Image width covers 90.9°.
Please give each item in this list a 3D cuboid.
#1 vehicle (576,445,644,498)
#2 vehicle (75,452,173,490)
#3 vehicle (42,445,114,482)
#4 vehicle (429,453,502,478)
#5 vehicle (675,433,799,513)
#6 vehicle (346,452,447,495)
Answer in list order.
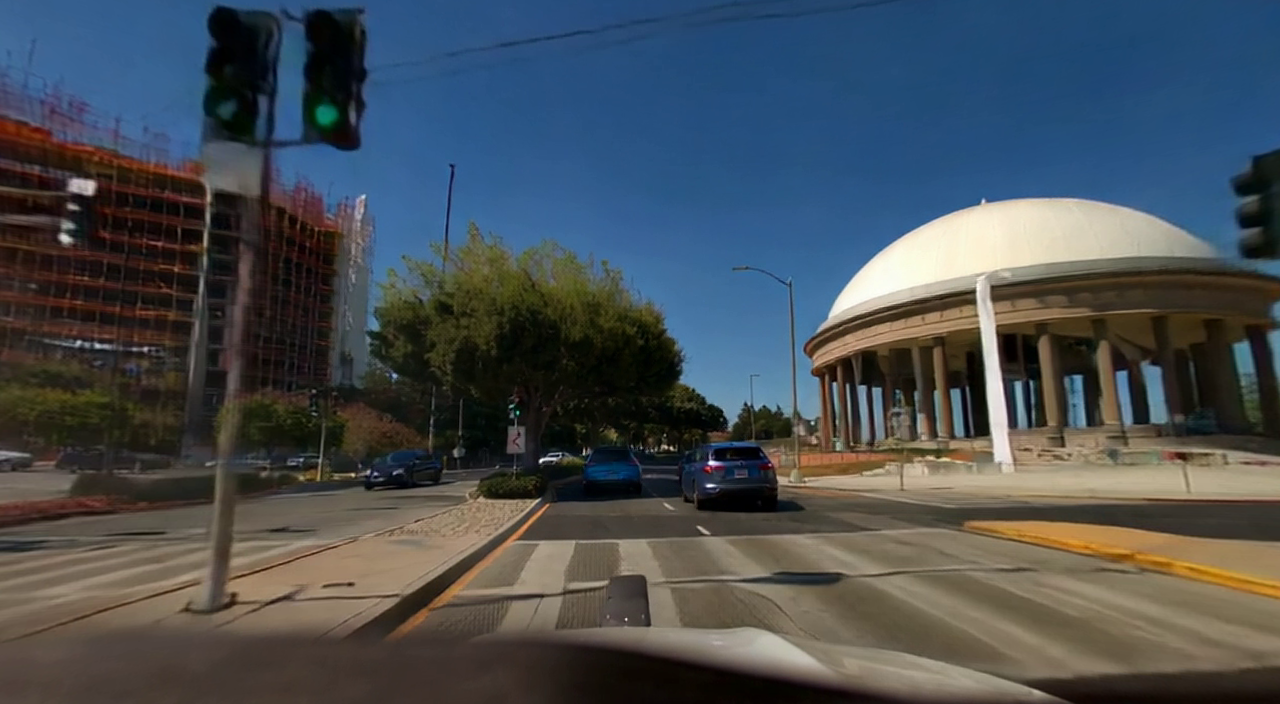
[{"bbox_3d":[-1.001,4.071,21.805,2.132,1.632,3.889,0,-9,-2],"label":"vehicle"},{"bbox_3d":[-23.047,5.228,28.090,4.653,1.459,2.228,-6,-11,37],"label":"vehicle"},{"bbox_3d":[-30.346,5.997,33.979,4.523,1.855,2.317,-9,-13,42],"label":"vehicle"},{"bbox_3d":[-11.262,7.341,41.020,2.012,1.490,4.351,-6,-11,29],"label":"vehicle"},{"bbox_3d":[2.313,3.113,16.643,2.320,1.772,4.872,0,-9,-2],"label":"vehicle"},{"bbox_3d":[-9.490,4.747,25.096,2.121,1.513,4.827,0,-9,0],"label":"vehicle"}]
